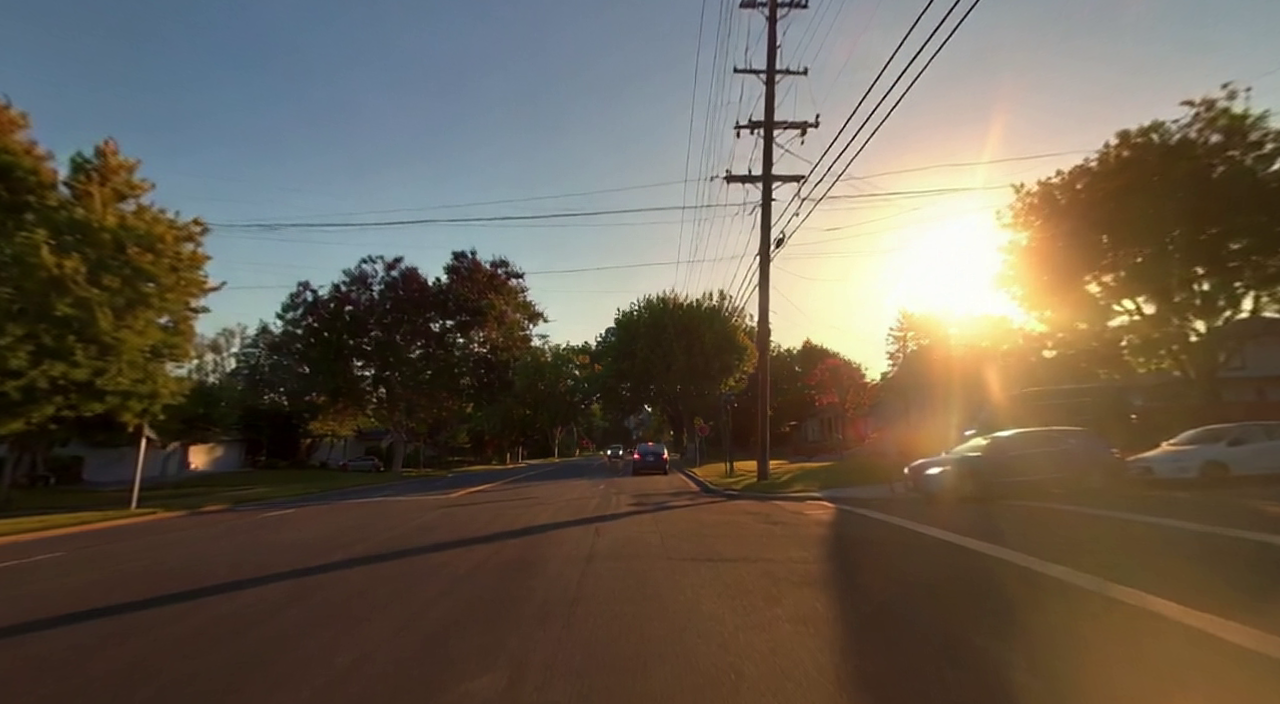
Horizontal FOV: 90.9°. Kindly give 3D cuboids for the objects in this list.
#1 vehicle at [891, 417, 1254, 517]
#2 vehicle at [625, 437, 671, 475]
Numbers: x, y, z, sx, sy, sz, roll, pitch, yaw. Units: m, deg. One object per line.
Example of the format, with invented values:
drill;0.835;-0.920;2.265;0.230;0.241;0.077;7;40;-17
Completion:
vehicle;6.827;1.872;10.411;4.543;1.472;1.830;-1;-9;2
vehicle;0.398;5.052;30.807;2.120;1.718;3.909;0;-8;1
